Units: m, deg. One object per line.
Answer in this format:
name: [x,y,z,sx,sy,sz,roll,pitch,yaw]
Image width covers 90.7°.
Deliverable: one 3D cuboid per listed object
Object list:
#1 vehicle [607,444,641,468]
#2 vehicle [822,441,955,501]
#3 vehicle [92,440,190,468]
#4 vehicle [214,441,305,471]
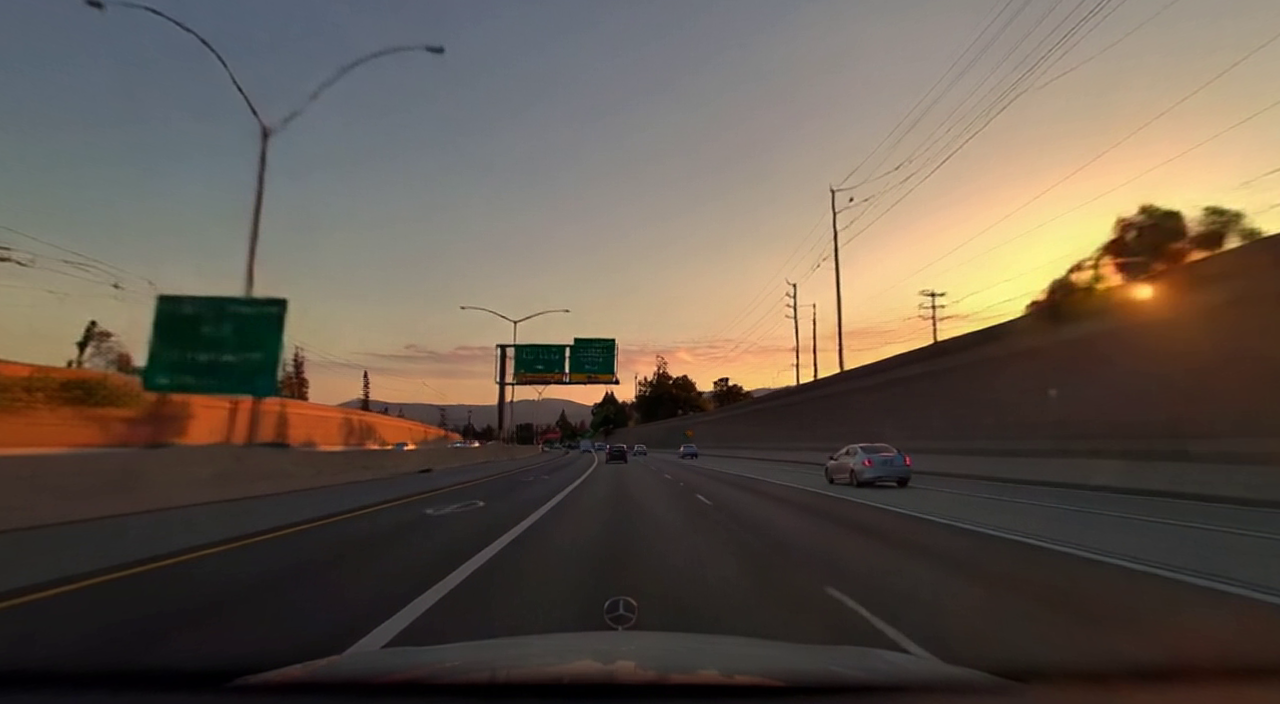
vehicle: [-1.130,6.932,42.477,2.109,1.489,4.027,0,-8,-3]
vehicle: [6.728,3.240,17.715,1.876,1.451,4.154,0,-8,-3]
vehicle: [-28.053,5.732,35.806,1.844,1.468,4.671,0,-8,-2]
vehicle: [-20.338,5.556,34.118,2.073,1.464,4.750,0,-8,-2]
